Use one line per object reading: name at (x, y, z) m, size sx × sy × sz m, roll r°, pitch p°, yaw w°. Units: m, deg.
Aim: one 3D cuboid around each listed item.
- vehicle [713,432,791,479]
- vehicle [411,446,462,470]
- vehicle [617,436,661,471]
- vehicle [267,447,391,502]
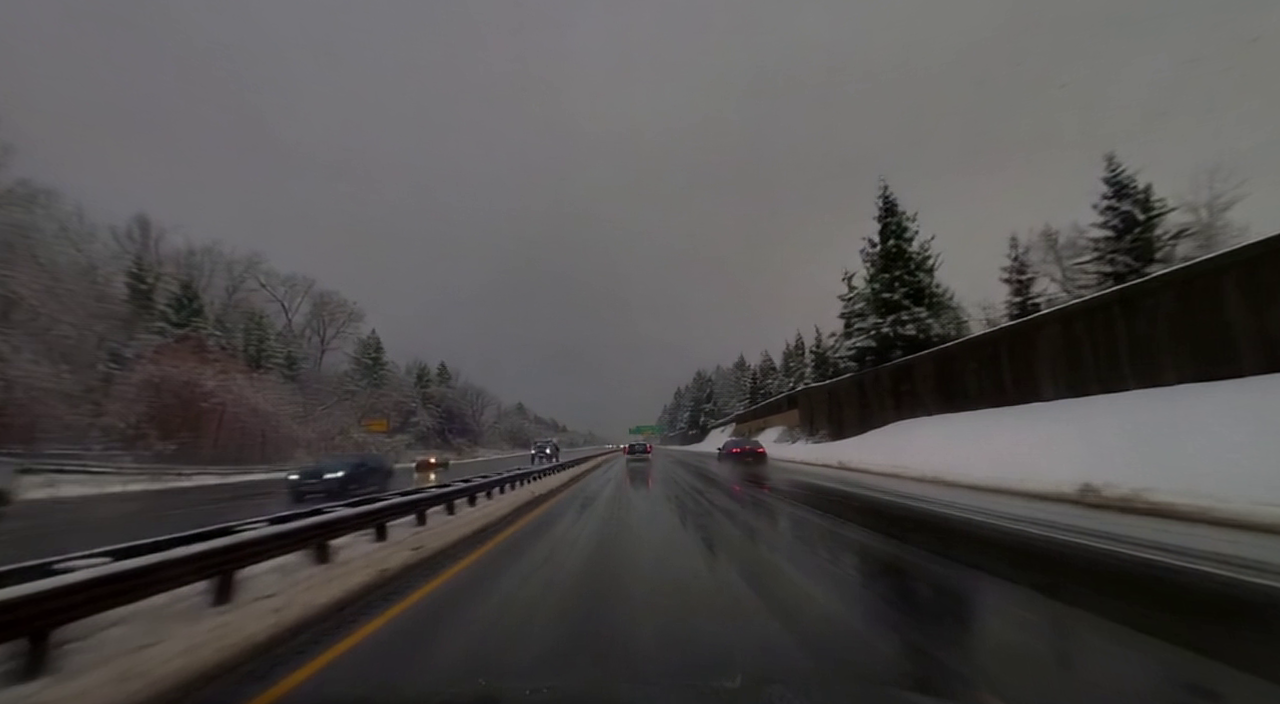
vehicle at (4.202, 3.992, 24.309) m, size 2.303 × 1.614 × 4.154 m, roll -1°, pitch -9°, yaw 1°
vehicle at (-13.770, 7.172, 42.682) m, size 1.920 × 1.545 × 4.341 m, roll -1°, pitch -9°, yaw 1°
vehicle at (-0.086, 5.171, 32.075) m, size 2.095 × 1.671 × 4.219 m, roll 0°, pitch -9°, yaw 0°
vehicle at (-9.593, 3.766, 19.733) m, size 1.895 × 1.504 × 3.928 m, roll 0°, pitch -9°, yaw 0°
